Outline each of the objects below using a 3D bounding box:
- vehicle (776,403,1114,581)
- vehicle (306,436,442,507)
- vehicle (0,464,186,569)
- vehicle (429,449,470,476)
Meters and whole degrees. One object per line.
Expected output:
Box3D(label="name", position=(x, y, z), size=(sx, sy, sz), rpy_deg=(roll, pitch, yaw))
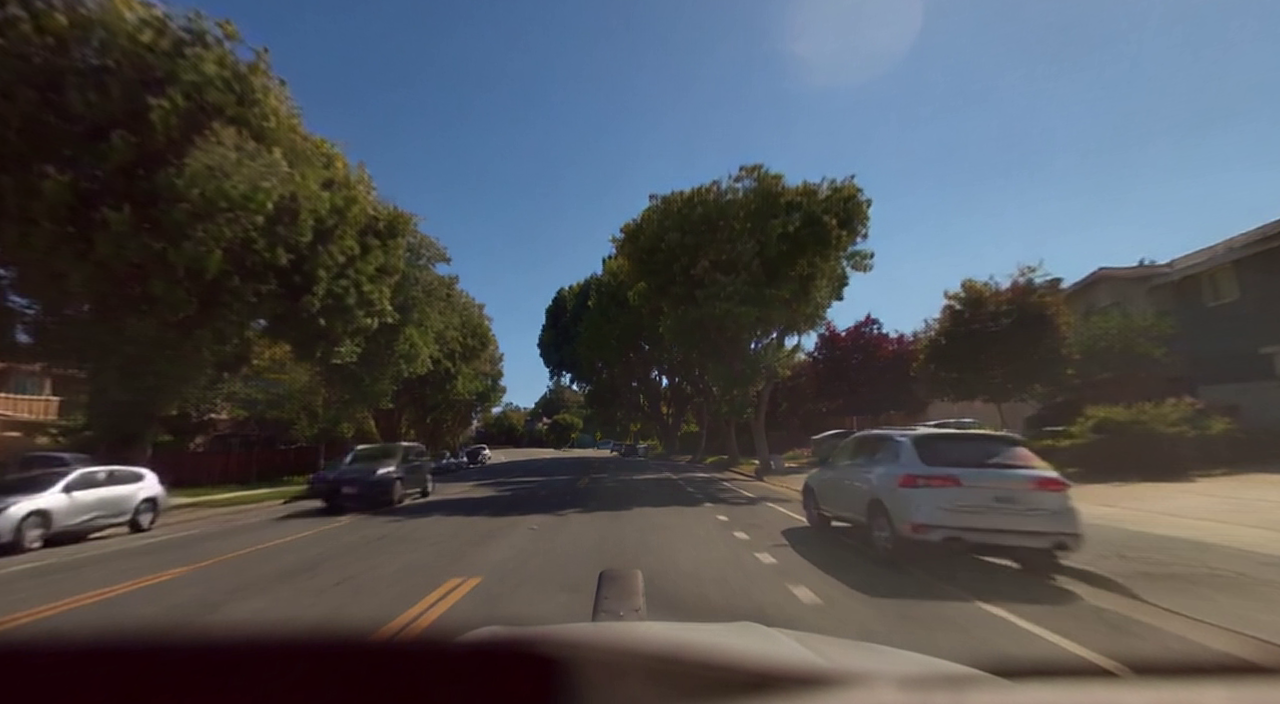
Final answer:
Box3D(label="vehicle", position=(3.705, 1.817, 9.259), size=(2.176, 1.793, 5.534), rpy_deg=(0, -8, 0))
Box3D(label="vehicle", position=(-7.276, 3.278, 17.877), size=(2.090, 1.724, 4.270), rpy_deg=(1, -8, -2))
Box3D(label="vehicle", position=(-11.058, 2.898, 11.599), size=(1.958, 1.493, 4.671), rpy_deg=(0, -8, 0))
Box3D(label="vehicle", position=(-12.031, 7.002, 40.147), size=(1.750, 1.471, 3.960), rpy_deg=(2, -7, -6))
